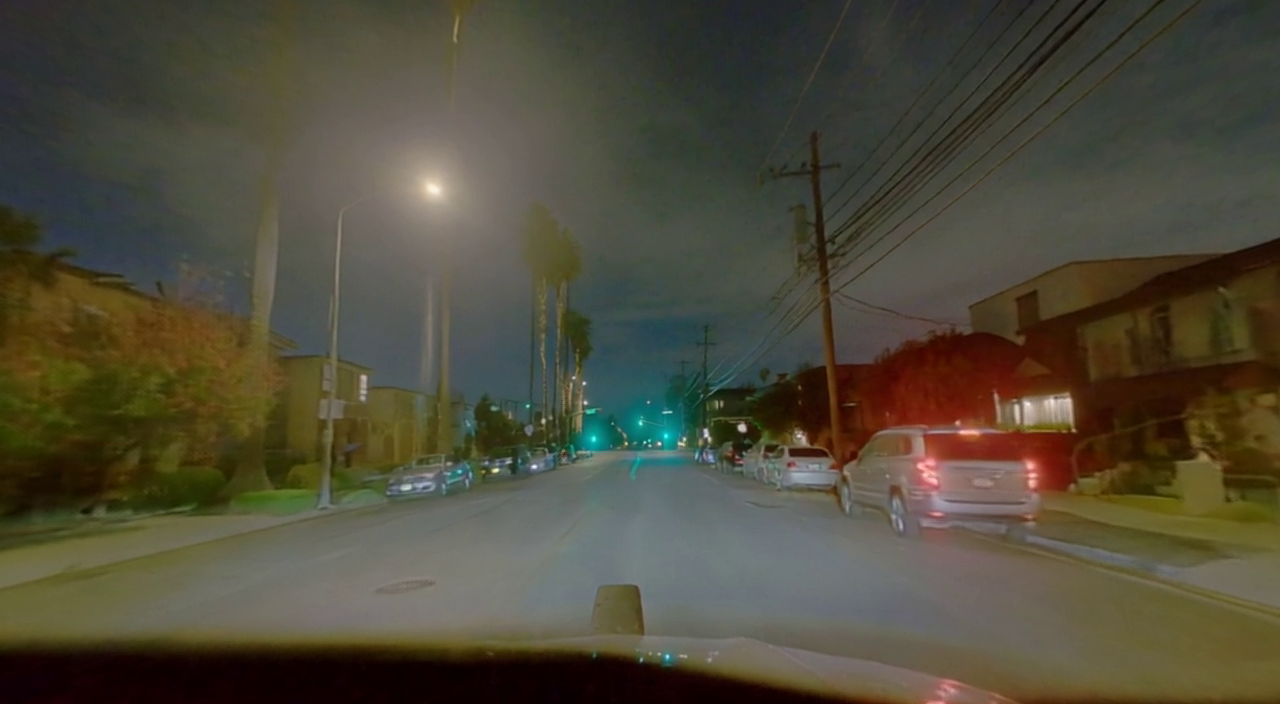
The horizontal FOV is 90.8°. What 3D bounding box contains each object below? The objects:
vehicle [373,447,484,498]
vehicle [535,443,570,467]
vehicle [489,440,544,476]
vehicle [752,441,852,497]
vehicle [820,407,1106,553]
[{"bbox_3d":[-6.935,3.979,21.316,2.013,1.483,4.645,0,-8,2],"label":"vehicle"},{"bbox_3d":[-6.575,7.791,48.013,2.085,1.770,4.429,0,-8,0],"label":"vehicle"},{"bbox_3d":[-7.026,6.036,36.332,2.077,1.888,4.551,-2,-8,2],"label":"vehicle"},{"bbox_3d":[4.916,3.592,19.815,1.795,1.424,4.327,-3,-8,-2],"label":"vehicle"},{"bbox_3d":[4.812,1.986,10.537,2.115,1.826,4.871,0,-8,-1],"label":"vehicle"}]
